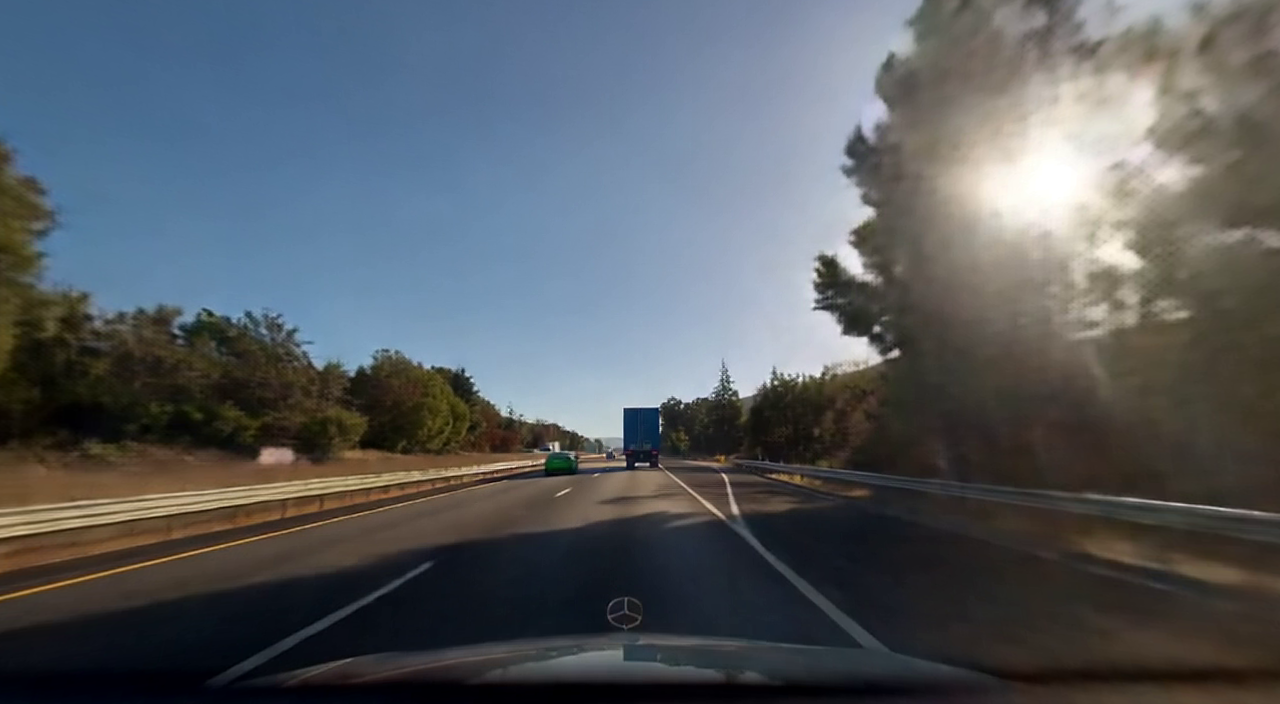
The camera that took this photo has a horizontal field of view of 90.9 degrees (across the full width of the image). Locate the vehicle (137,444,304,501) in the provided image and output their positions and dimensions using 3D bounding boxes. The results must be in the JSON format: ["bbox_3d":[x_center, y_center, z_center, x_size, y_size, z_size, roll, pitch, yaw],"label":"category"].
[{"bbox_3d":[-13.281,3.808,20.443,1.985,1.594,4.906,0,-9,0],"label":"vehicle"}]

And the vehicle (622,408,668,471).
[{"bbox_3d":[0.311,6.243,44.636,2.899,3.966,10.053,0,-9,0],"label":"vehicle"}]

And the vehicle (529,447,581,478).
[{"bbox_3d":[-4.428,5.807,33.474,2.051,1.538,4.569,0,-9,1],"label":"vehicle"}]
